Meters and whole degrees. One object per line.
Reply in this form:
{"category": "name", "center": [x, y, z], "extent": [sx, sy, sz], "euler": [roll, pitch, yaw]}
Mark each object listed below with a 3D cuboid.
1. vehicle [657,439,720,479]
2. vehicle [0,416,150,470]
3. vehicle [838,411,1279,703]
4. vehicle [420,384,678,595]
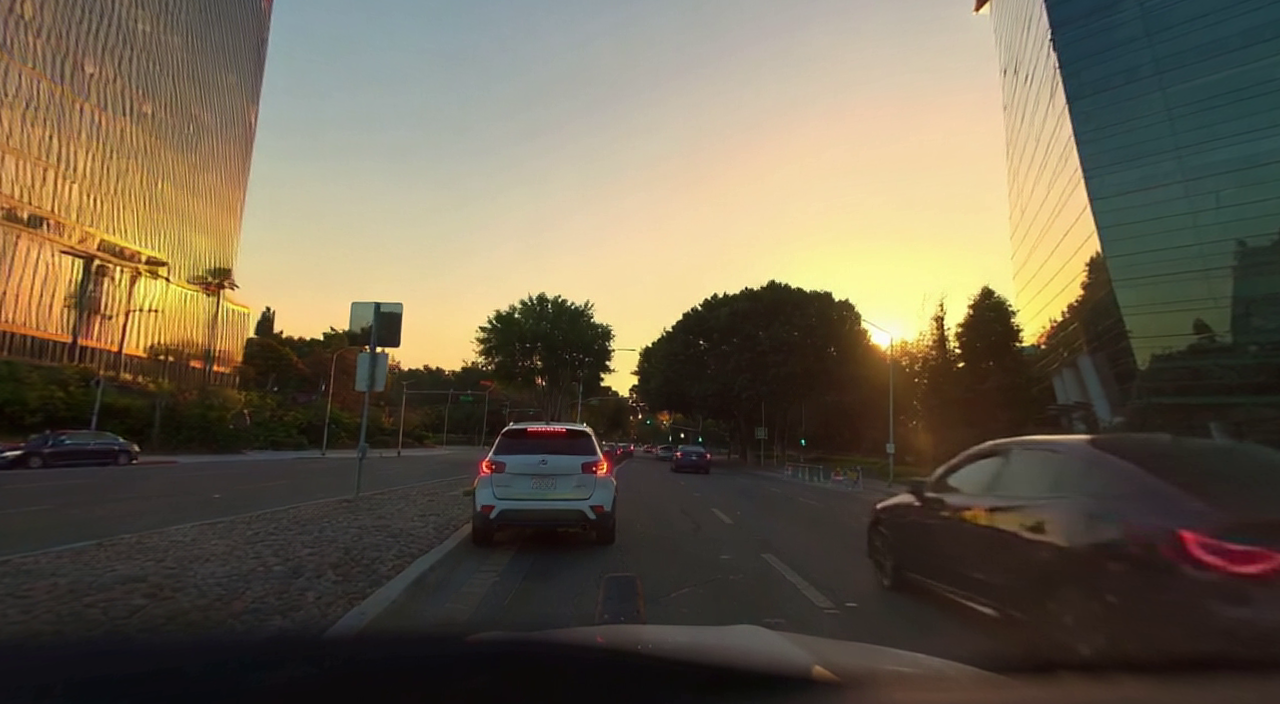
{"category": "vehicle", "center": [2.311, 5.262, 31.107], "extent": [2.301, 1.716, 4.856], "euler": [3, -9, -5]}
{"category": "vehicle", "center": [-18.844, 2.966, 20.442], "extent": [1.911, 1.542, 4.748], "euler": [0, -9, 1]}
{"category": "vehicle", "center": [3.378, 1.415, 4.928], "extent": [2.205, 1.537, 4.895], "euler": [2, -8, 2]}
{"category": "vehicle", "center": [-1.143, 1.574, 8.100], "extent": [2.275, 1.819, 4.883], "euler": [1, -9, -9]}
